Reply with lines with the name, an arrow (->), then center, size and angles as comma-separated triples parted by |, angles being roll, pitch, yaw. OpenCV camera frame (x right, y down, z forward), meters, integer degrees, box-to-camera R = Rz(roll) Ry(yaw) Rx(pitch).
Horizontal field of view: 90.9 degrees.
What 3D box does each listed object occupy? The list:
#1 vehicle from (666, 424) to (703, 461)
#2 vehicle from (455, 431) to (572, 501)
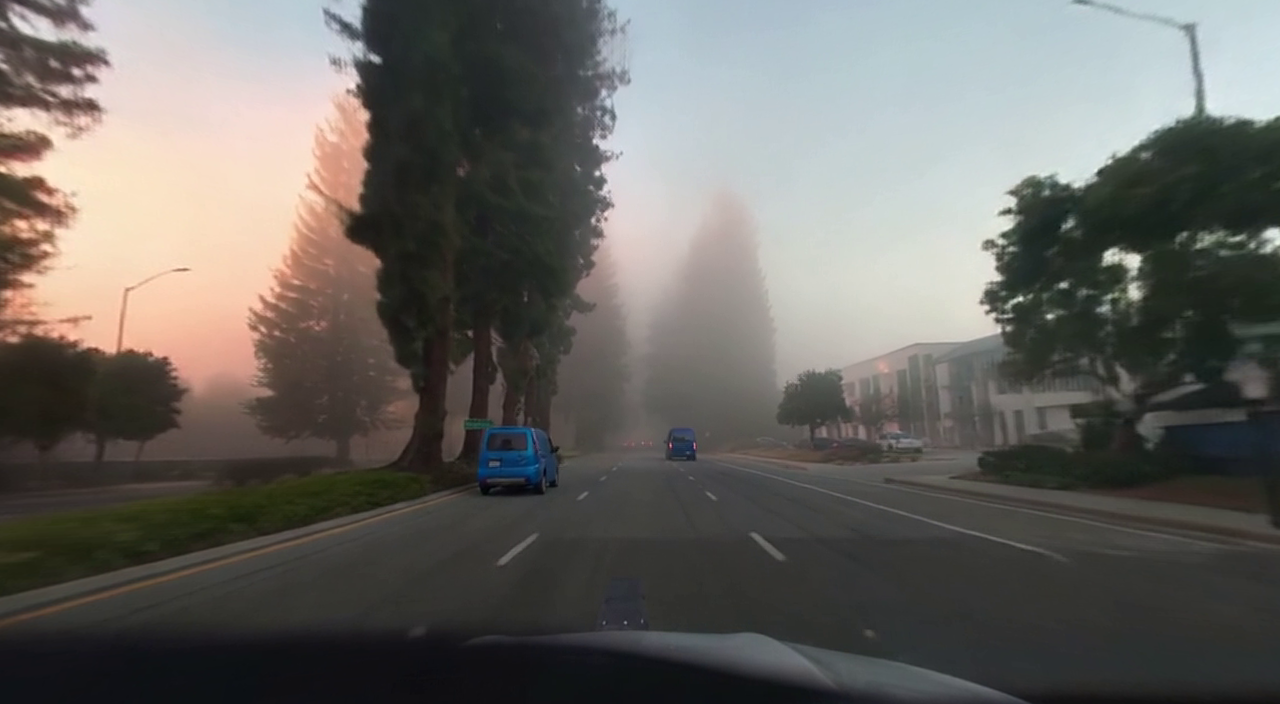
vehicle -> 3.349, 7.044, 48.762 | 2.349, 2.671, 5.744 | 0, -8, -1
vehicle -> -3.176, 2.973, 16.877 | 2.129, 1.602, 4.532 | 0, -8, 1
